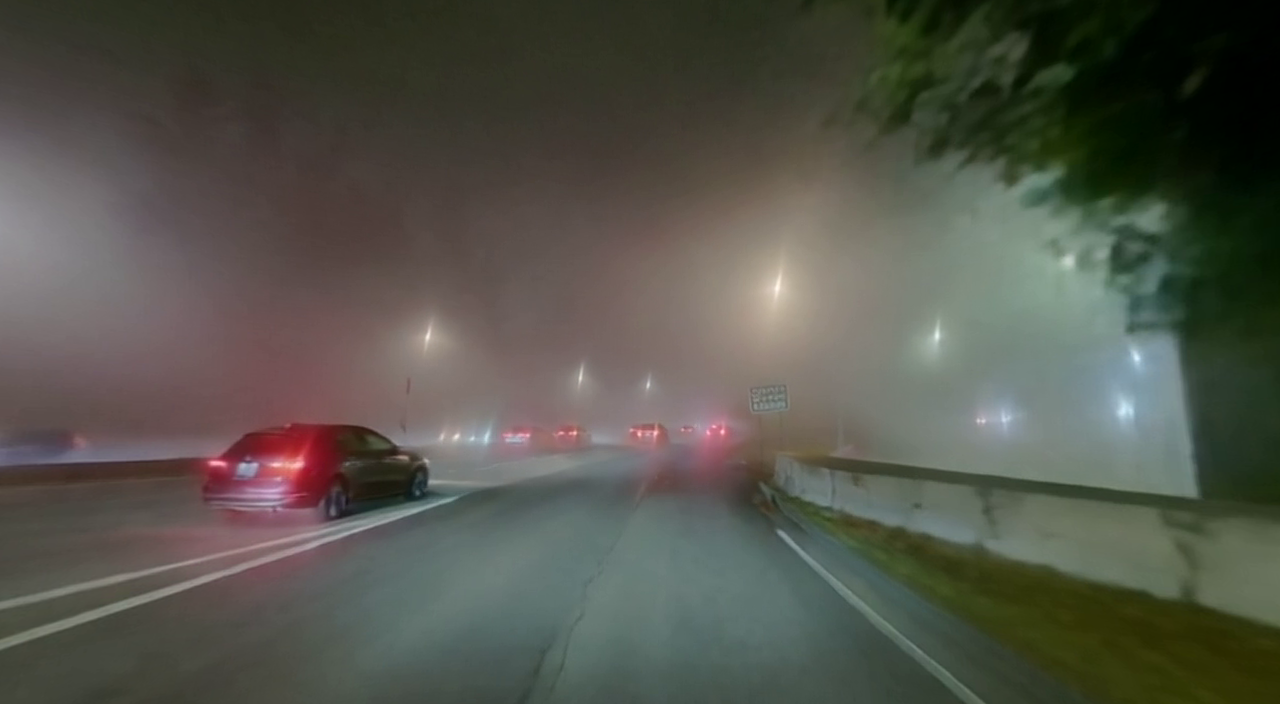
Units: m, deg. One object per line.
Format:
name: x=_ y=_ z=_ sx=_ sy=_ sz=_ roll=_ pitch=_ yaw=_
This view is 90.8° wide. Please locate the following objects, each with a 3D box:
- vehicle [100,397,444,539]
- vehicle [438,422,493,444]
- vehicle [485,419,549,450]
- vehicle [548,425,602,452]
vehicle: x=-5.115 y=1.676 z=9.828 sx=2.082 sy=1.638 sz=4.644 roll=-1 pitch=-8 yaw=9
vehicle: x=-13.467 y=6.349 z=49.111 sx=1.955 sy=1.596 sz=4.917 roll=-2 pitch=-8 yaw=14
vehicle: x=-7.364 y=5.024 z=38.312 sx=2.089 sy=1.736 sz=4.662 roll=-2 pitch=-8 yaw=12
vehicle: x=-3.732 y=5.061 z=37.031 sx=1.860 sy=1.442 sz=4.332 roll=-2 pitch=-8 yaw=12
